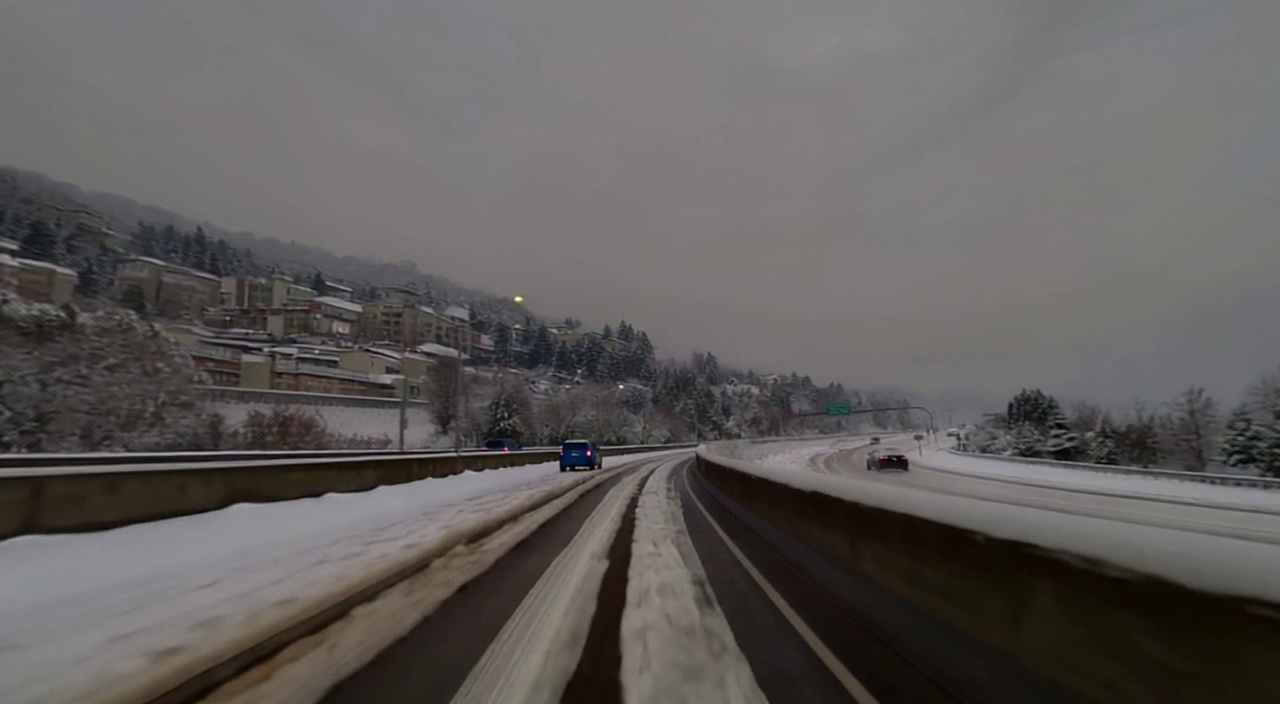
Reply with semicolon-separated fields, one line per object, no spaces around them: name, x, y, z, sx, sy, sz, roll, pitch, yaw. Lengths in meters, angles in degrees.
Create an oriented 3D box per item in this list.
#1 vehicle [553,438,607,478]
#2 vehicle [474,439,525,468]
vehicle;-2.828;5.143;30.781;2.028;1.782;4.150;-1;-8;3
vehicle;-9.137;6.630;41.449;2.039;1.746;4.528;-1;-8;4
